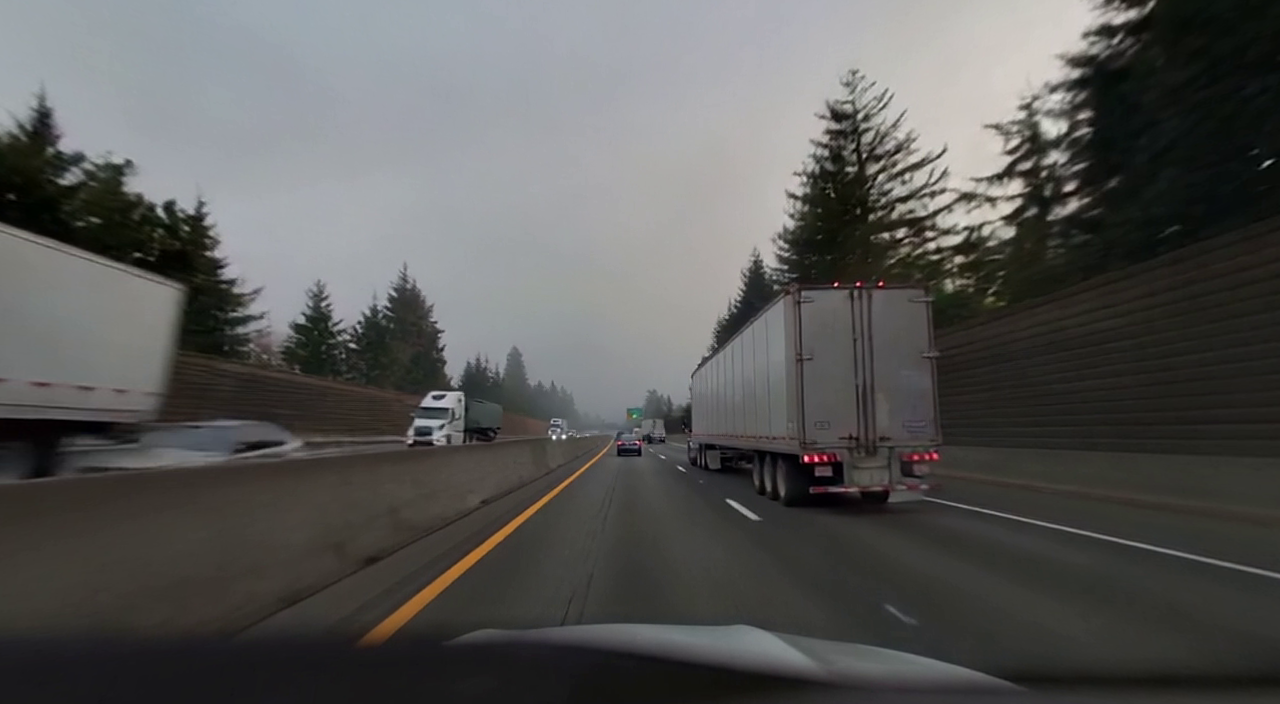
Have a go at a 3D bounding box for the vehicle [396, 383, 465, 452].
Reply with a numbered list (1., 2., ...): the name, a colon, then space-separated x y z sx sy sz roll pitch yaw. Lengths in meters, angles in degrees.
1. vehicle: -13.468 4.259 40.705 3.405 4.213 2.708 0 -8 -1

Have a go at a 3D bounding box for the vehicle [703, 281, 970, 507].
1. vehicle: 4.171 1.632 18.187 2.953 4.045 13.843 0 -8 -1

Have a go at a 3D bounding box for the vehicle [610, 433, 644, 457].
1. vehicle: -0.808 6.017 41.048 2.119 1.480 4.000 0 -8 -1

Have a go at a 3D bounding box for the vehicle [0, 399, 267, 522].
1. vehicle: -8.136 1.619 9.893 1.885 1.483 4.516 0 -8 -2
